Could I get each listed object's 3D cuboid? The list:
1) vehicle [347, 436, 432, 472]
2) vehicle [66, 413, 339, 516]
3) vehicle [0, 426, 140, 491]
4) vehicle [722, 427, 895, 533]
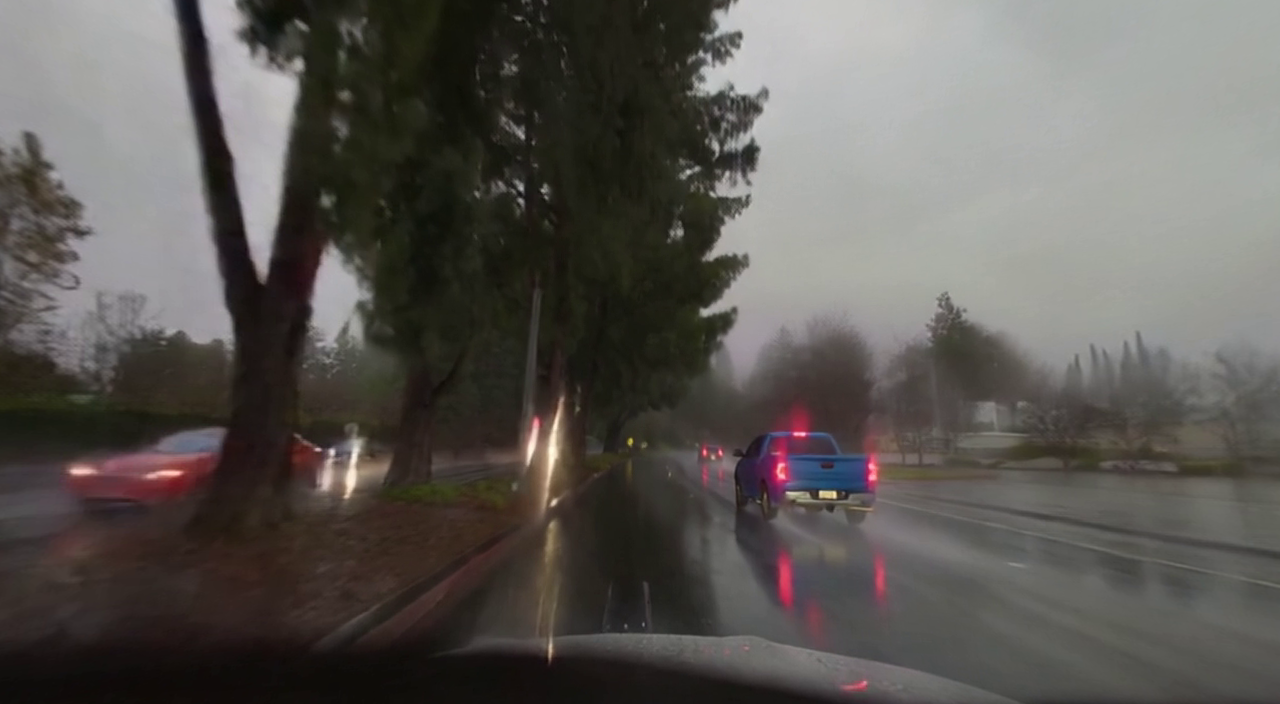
[{"bbox_3d":[-10.959,4.476,27.989,1.892,1.471,4.532,0,-8,0],"label":"vehicle"},{"bbox_3d":[-8.099,2.143,12.410,2.121,1.639,4.525,0,-8,0],"label":"vehicle"},{"bbox_3d":[-15.534,2.679,16.015,1.870,1.472,4.410,0,-8,3],"label":"vehicle"},{"bbox_3d":[3.050,2.436,12.635,2.108,1.712,4.616,0,-8,-1],"label":"vehicle"}]
